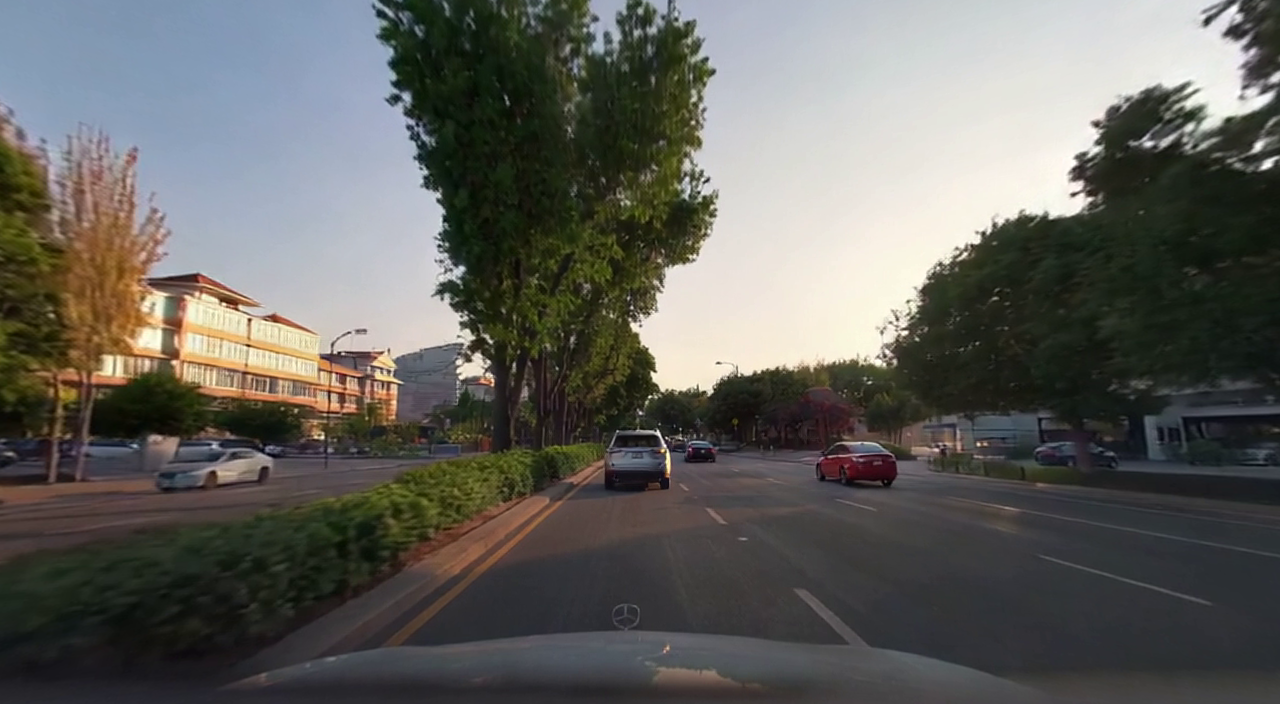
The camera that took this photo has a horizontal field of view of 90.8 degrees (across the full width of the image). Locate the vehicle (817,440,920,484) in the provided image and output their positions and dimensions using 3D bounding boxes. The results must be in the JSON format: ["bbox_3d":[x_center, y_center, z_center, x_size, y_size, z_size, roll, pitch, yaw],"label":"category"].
[{"bbox_3d":[8.328,4.030,23.564,2.002,1.456,4.631,0,-8,-1],"label":"vehicle"}]

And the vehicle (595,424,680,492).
[{"bbox_3d":[-0.091,3.150,19.060,2.277,1.816,4.192,0,-8,-1],"label":"vehicle"}]

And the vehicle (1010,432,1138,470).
[{"bbox_3d":[19.490,4.442,28.495,4.333,1.521,1.824,-2,-7,0],"label":"vehicle"}]

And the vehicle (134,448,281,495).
[{"bbox_3d":[-15.346,4.226,22.805,1.985,1.486,4.691,0,-8,0],"label":"vehicle"}]
